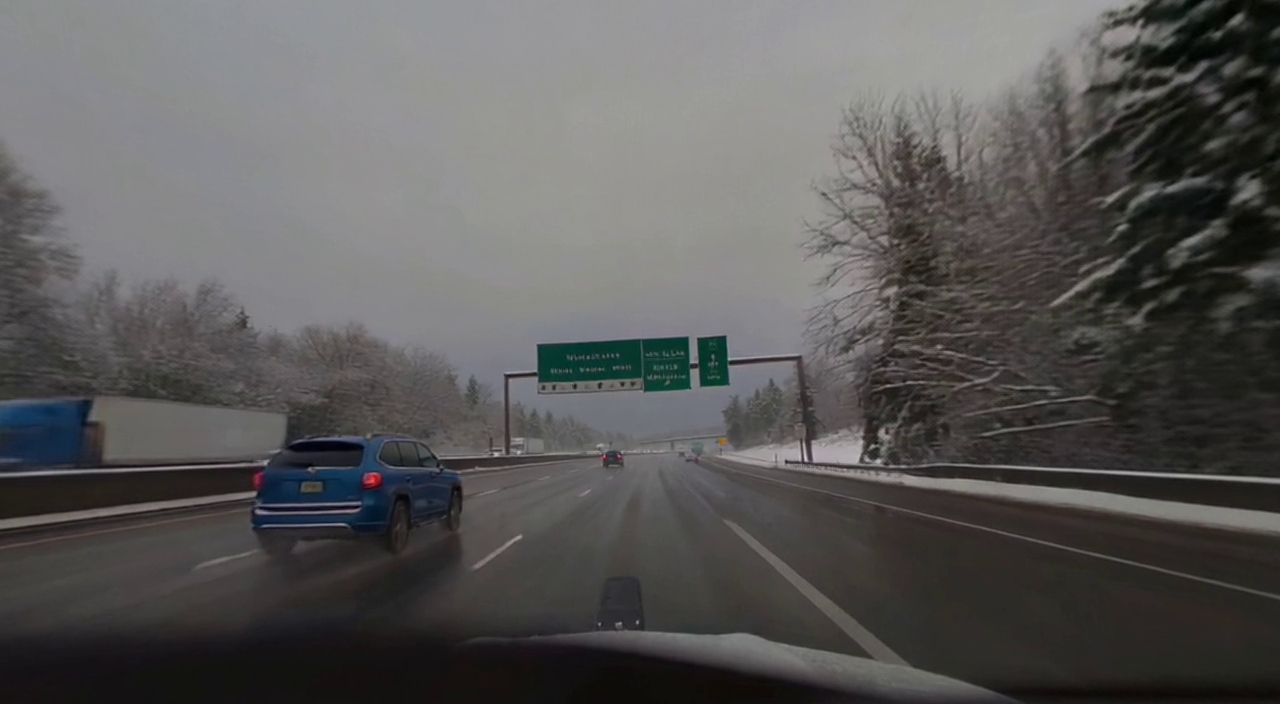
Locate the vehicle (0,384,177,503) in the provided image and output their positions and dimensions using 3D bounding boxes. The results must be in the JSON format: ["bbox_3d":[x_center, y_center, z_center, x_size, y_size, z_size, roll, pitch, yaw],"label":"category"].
[{"bbox_3d":[-23.274,3.541,24.284,3.021,4.007,9.991,0,-9,2],"label":"vehicle"}]

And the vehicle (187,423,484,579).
[{"bbox_3d":[-3.745,1.893,8.804,2.016,1.623,4.126,0,-9,1],"label":"vehicle"}]
